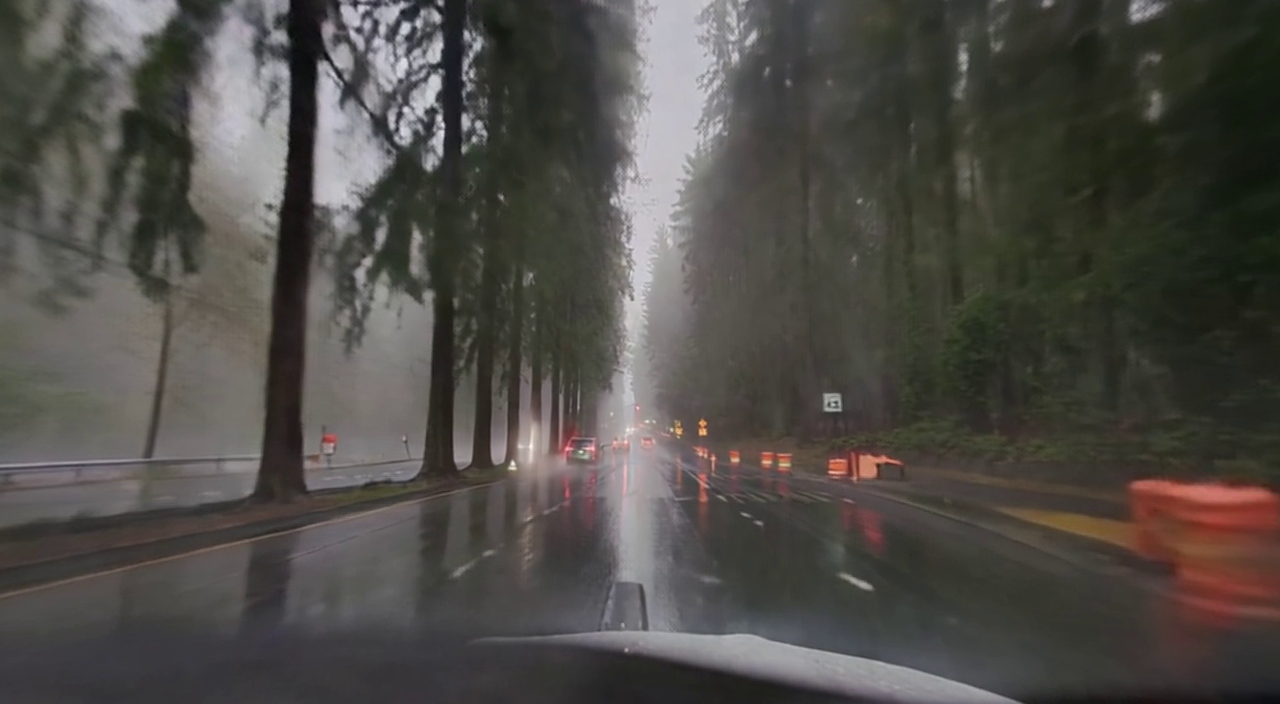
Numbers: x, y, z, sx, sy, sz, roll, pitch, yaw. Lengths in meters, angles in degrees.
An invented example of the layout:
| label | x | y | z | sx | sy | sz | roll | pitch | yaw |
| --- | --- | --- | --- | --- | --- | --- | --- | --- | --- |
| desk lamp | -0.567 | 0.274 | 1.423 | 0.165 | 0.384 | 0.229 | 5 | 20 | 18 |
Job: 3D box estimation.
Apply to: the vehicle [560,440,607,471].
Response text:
| label | x | y | z | sx | sy | sz | roll | pitch | yaw |
| --- | --- | --- | --- | --- | --- | --- | --- | --- | --- |
| vehicle | -2.921 | 5.442 | 33.248 | 2.029 | 1.511 | 3.922 | -1 | -8 | 2 |
